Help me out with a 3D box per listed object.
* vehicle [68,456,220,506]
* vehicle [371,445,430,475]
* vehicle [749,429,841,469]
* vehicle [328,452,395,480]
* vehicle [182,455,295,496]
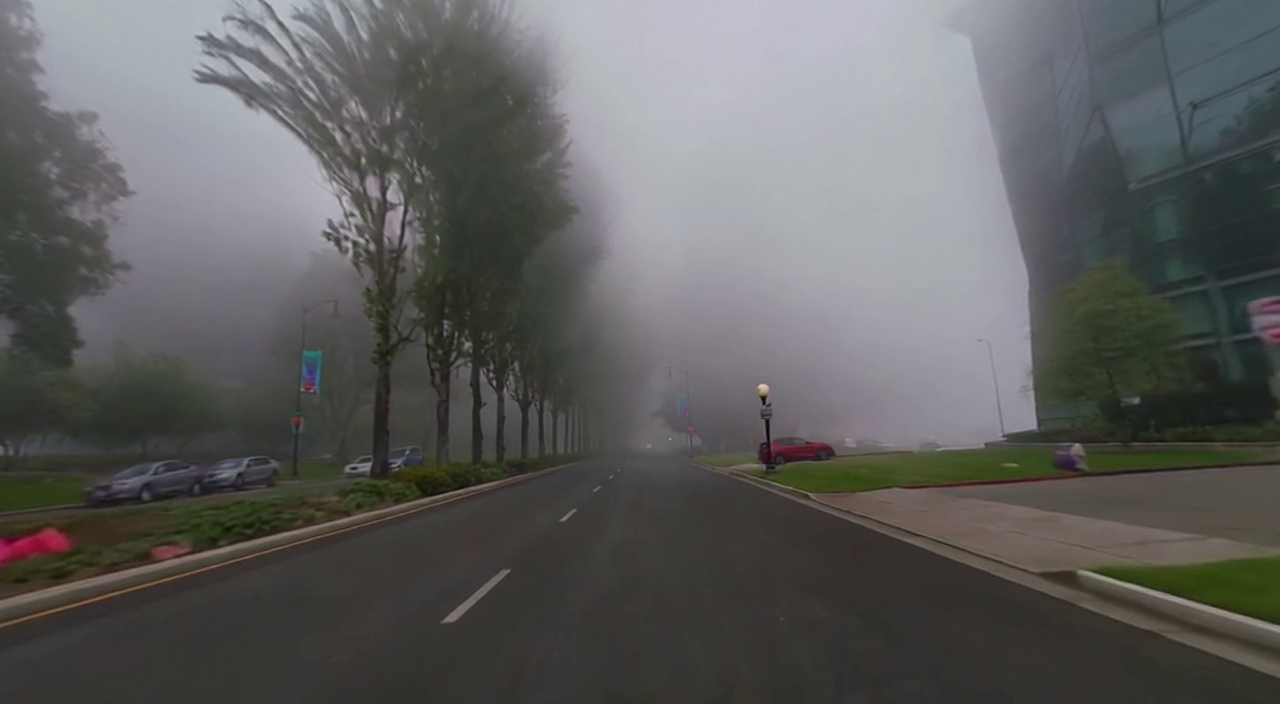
[{"bbox_3d":[-17.305,4.488,22.249,1.829,1.508,4.377,0,-9,-1],"label":"vehicle"},{"bbox_3d":[-16.944,7.644,44.673,2.301,1.821,4.731,-4,-9,1],"label":"vehicle"},{"bbox_3d":[9.199,5.817,37.627,4.716,1.672,2.330,-7,-9,-1],"label":"vehicle"},{"bbox_3d":[-17.152,7.004,38.943,1.873,1.544,4.794,0,-9,1],"label":"vehicle"},{"bbox_3d":[-17.313,5.311,27.372,2.020,1.471,4.419,-3,-9,1],"label":"vehicle"}]
